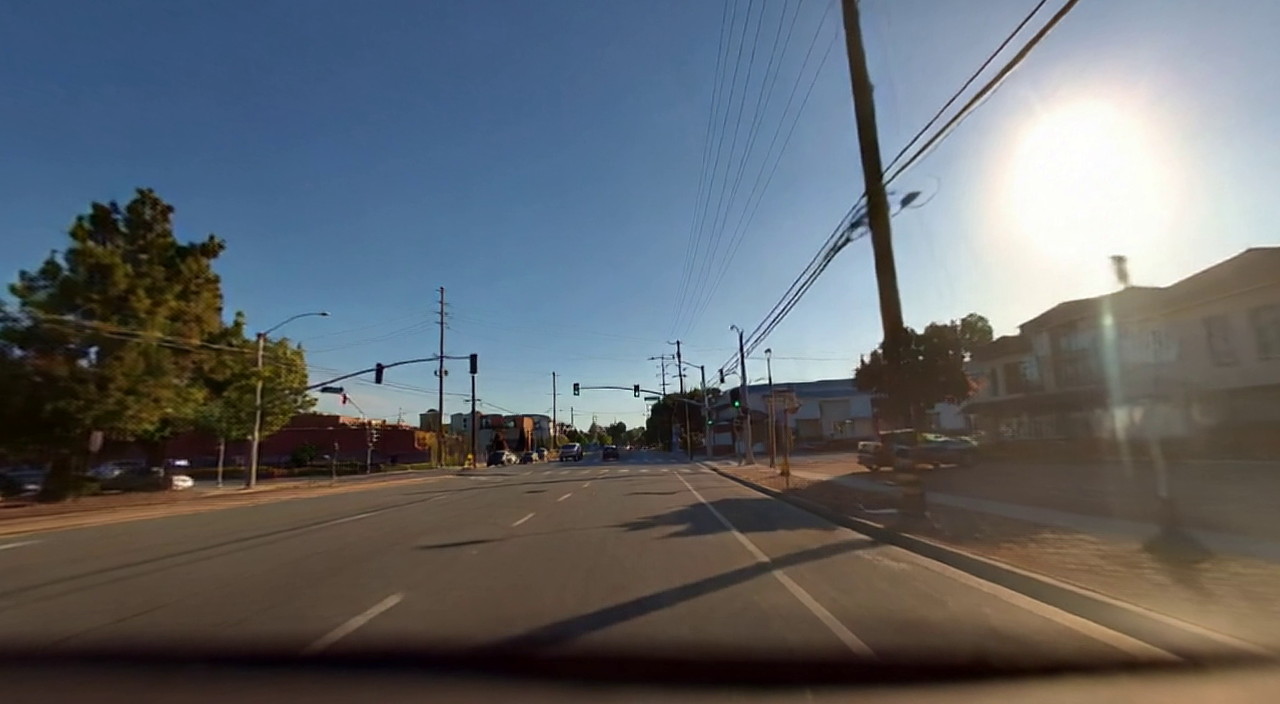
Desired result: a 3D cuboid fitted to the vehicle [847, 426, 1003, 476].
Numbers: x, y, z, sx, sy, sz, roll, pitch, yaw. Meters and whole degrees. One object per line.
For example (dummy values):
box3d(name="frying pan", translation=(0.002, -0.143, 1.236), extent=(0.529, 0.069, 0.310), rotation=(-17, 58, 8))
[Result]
box3d(name="vehicle", translation=(10.541, 3.695, 23.596), extent=(4.765, 1.738, 2.101), rotation=(0, -8, -2))

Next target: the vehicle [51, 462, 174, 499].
box3d(name="vehicle", translation=(-26.825, 6.533, 32.171), extent=(4.451, 1.724, 1.988), rotation=(0, -8, 0))
